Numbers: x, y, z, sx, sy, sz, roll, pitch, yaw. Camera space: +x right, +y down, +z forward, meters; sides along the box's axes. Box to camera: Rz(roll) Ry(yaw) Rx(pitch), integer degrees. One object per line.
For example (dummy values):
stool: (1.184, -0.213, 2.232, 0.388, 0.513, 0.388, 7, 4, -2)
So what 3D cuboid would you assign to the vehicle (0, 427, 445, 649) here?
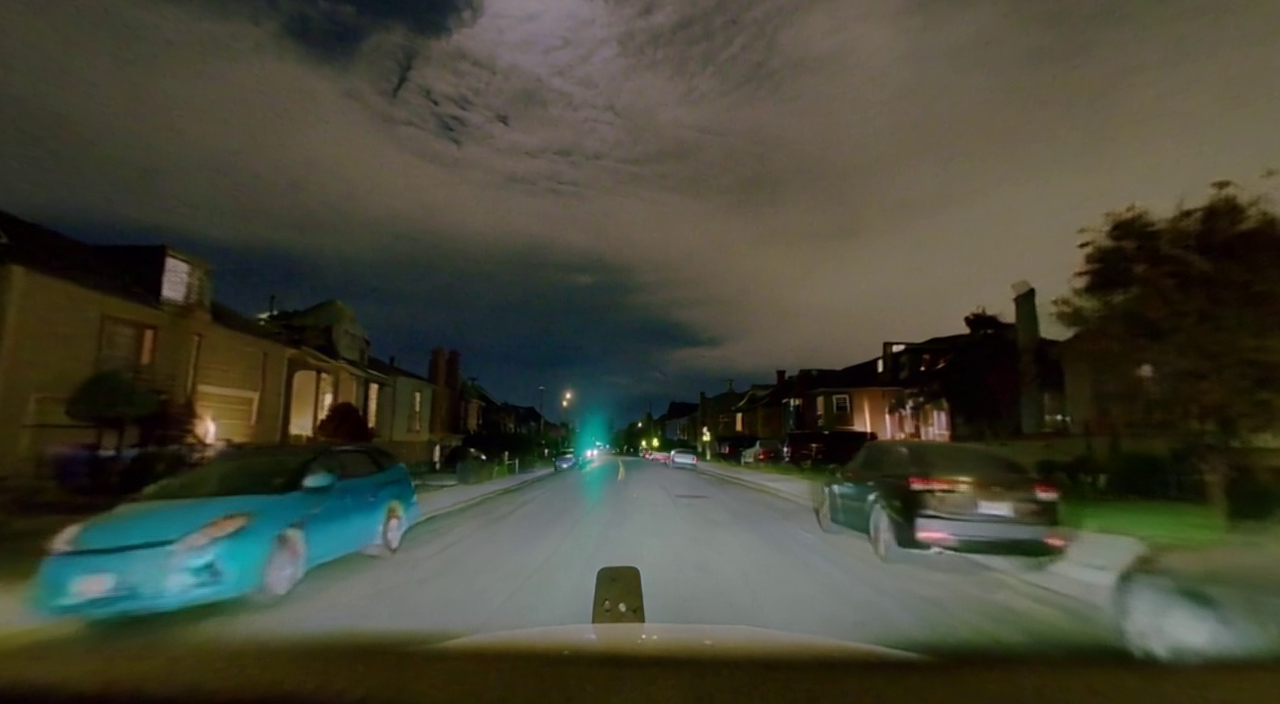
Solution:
vehicle: (-3.873, 1.612, 6.822, 2.089, 1.508, 4.537, 2, -7, -1)

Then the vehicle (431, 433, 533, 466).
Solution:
vehicle: (-9.755, 6.079, 39.364, 5.843, 1.985, 2.294, 1, -9, -6)

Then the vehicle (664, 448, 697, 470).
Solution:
vehicle: (2.914, 7.855, 46.426, 1.869, 1.458, 4.324, 1, -8, -3)

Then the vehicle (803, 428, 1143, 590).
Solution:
vehicle: (3.755, 1.830, 8.300, 2.077, 1.512, 4.513, 0, -8, 1)

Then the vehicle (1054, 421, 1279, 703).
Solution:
vehicle: (3.417, 0.874, 1.462, 1.888, 1.484, 4.476, 0, -8, 1)

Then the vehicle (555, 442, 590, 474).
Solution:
vehicle: (-4.691, 7.413, 44.322, 2.230, 1.782, 4.628, 0, -4, -4)
